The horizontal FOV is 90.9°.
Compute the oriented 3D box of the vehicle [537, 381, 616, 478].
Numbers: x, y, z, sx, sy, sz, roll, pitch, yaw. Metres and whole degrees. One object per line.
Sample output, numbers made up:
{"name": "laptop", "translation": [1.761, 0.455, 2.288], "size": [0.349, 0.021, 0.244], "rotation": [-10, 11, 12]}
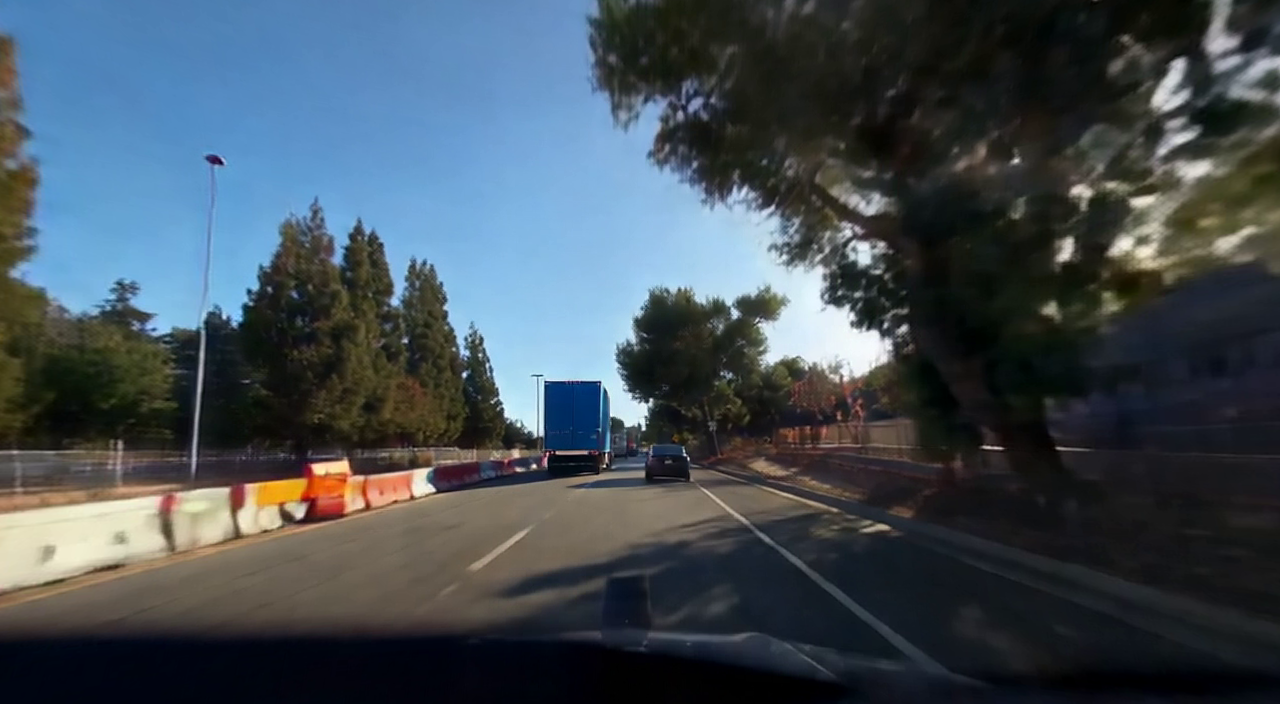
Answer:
{"name": "vehicle", "translation": [-2.993, 4.442, 34.728], "size": [2.906, 4.115, 15.715], "rotation": [0, -8, 0]}

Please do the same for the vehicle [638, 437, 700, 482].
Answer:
{"name": "vehicle", "translation": [1.103, 4.368, 25.950], "size": [2.304, 1.675, 4.462], "rotation": [0, -8, 0]}
